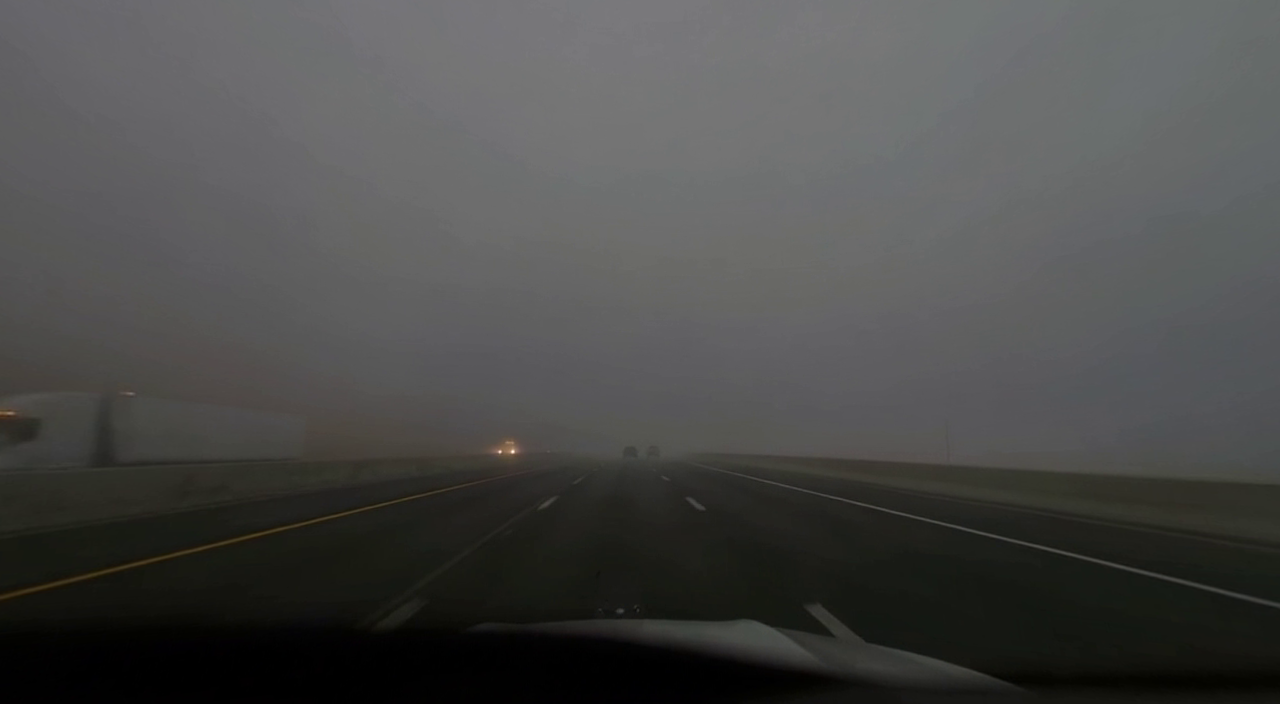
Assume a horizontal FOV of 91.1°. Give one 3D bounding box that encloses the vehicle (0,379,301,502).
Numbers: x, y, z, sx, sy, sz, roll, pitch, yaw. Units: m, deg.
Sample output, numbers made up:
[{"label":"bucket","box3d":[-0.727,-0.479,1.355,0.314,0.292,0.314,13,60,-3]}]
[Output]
[{"label":"vehicle","box3d":[-20.615,3.892,26.931,3.344,3.633,16.705,0,-9,-2]}]
